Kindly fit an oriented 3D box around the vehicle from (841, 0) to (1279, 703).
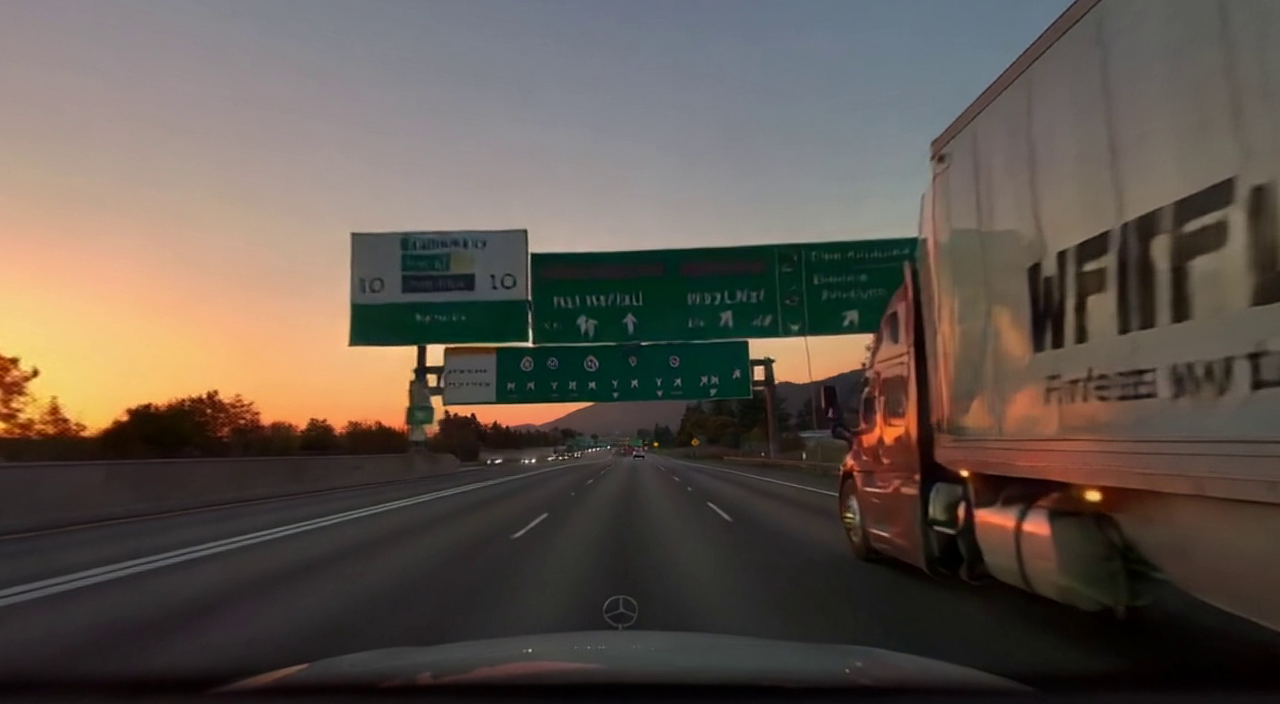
[{"bbox_3d":[4.073,-0.175,2.426,3.027,3.989,10.585,0,-9,0],"label":"vehicle"}]
